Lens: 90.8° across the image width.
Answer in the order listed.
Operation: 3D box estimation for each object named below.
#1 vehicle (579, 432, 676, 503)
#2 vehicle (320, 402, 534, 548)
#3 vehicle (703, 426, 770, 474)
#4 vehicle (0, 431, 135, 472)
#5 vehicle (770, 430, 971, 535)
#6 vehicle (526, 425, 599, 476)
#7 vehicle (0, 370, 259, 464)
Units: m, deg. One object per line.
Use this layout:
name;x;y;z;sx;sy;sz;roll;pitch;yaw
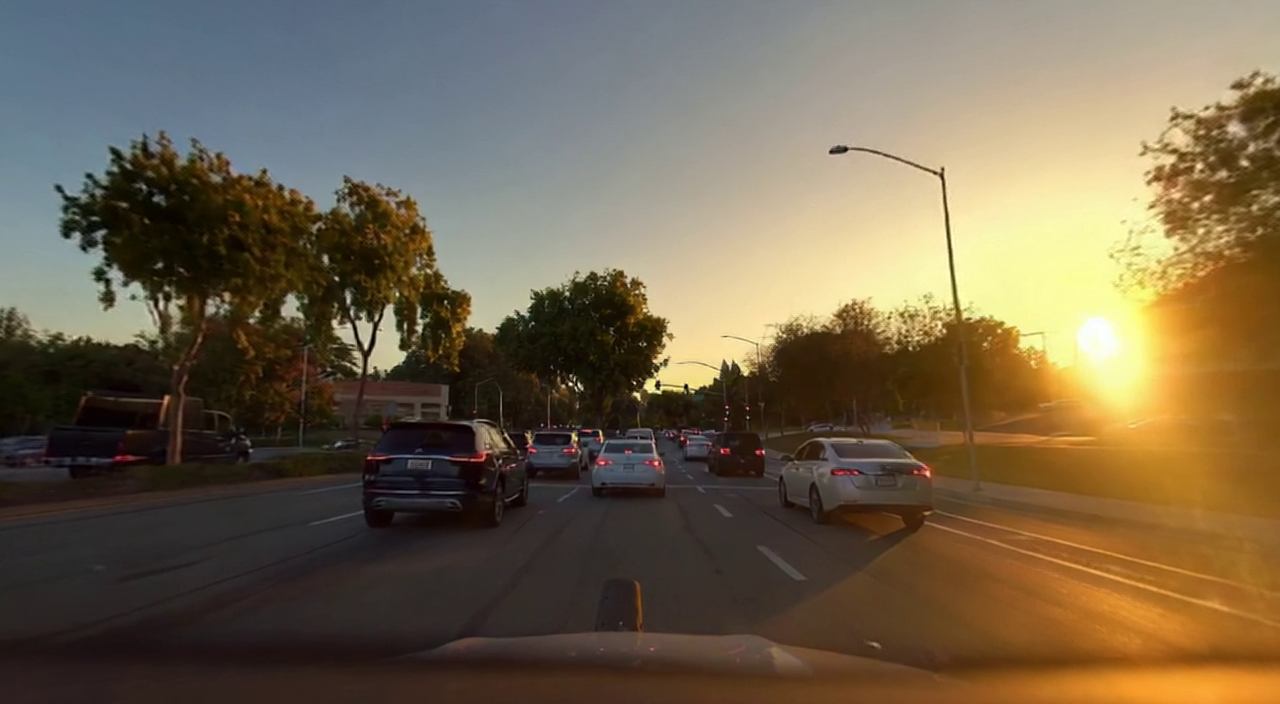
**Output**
vehicle;-0.254;2.744;15.478;2.030;1.477;4.330;0;-8;0
vehicle;-3.022;1.878;10.390;2.111;1.745;5.274;1;-8;-5
vehicle;3.946;4.097;26.638;2.099;1.845;4.363;0;-8;0
vehicle;-23.513;4.034;25.769;1.865;1.493;4.712;0;-8;1
vehicle;3.669;2.137;10.998;1.884;1.463;4.195;0;-8;0
vehicle;-2.961;3.928;25.331;2.218;1.829;4.492;0;-8;2
vehicle;-27.868;3.930;35.447;3.181;4.189;14.107;-1;-8;5
